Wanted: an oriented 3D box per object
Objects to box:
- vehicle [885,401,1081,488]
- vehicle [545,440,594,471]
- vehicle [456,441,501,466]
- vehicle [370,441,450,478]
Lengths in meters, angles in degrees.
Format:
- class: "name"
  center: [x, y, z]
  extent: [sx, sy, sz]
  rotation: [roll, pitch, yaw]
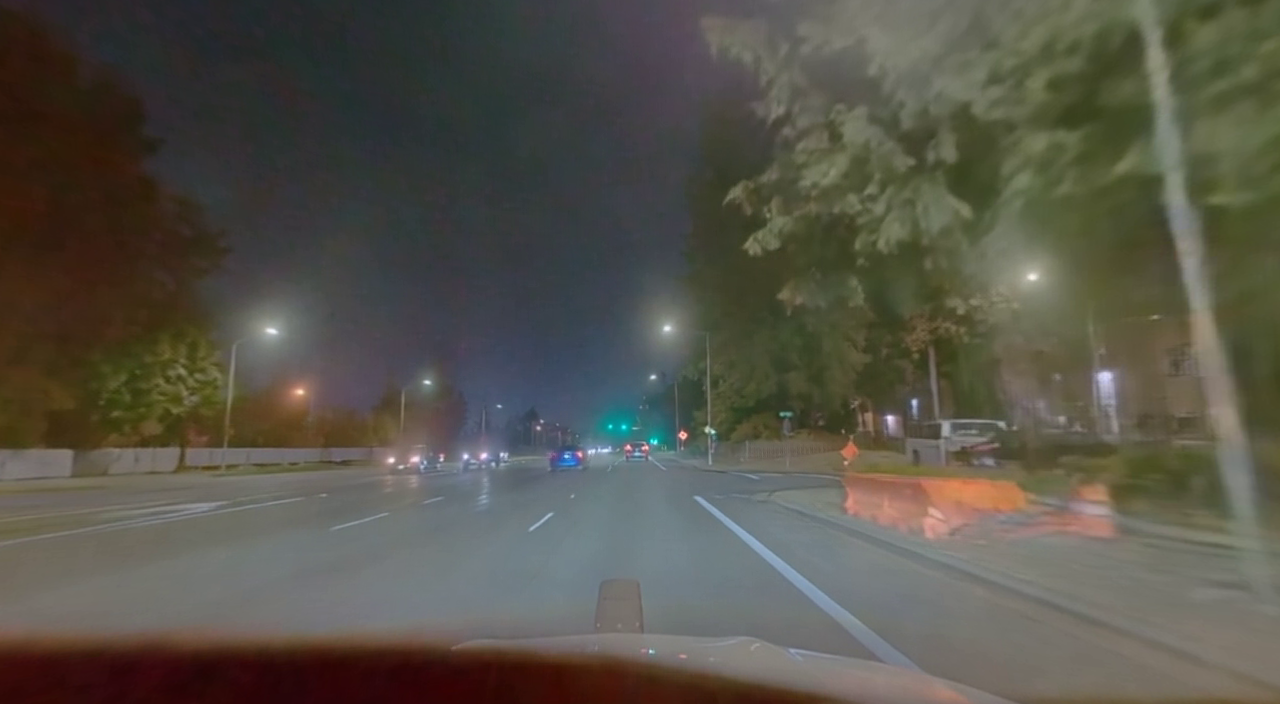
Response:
- class: "vehicle"
  center: [9.087, 2.574, 17.558]
  extent: [2.352, 1.991, 5.862]
  rotation: [0, -8, 2]
- class: "vehicle"
  center: [-3.994, 5.972, 36.445]
  extent: [2.198, 1.663, 4.519]
  rotation: [0, -9, 2]
- class: "vehicle"
  center: [-11.300, 7.124, 44.350]
  extent: [2.014, 1.674, 4.337]
  rotation: [0, -9, -1]
- class: "vehicle"
  center: [-10.650, 4.994, 29.535]
  extent: [2.009, 1.541, 4.753]
  rotation: [0, -9, -1]
